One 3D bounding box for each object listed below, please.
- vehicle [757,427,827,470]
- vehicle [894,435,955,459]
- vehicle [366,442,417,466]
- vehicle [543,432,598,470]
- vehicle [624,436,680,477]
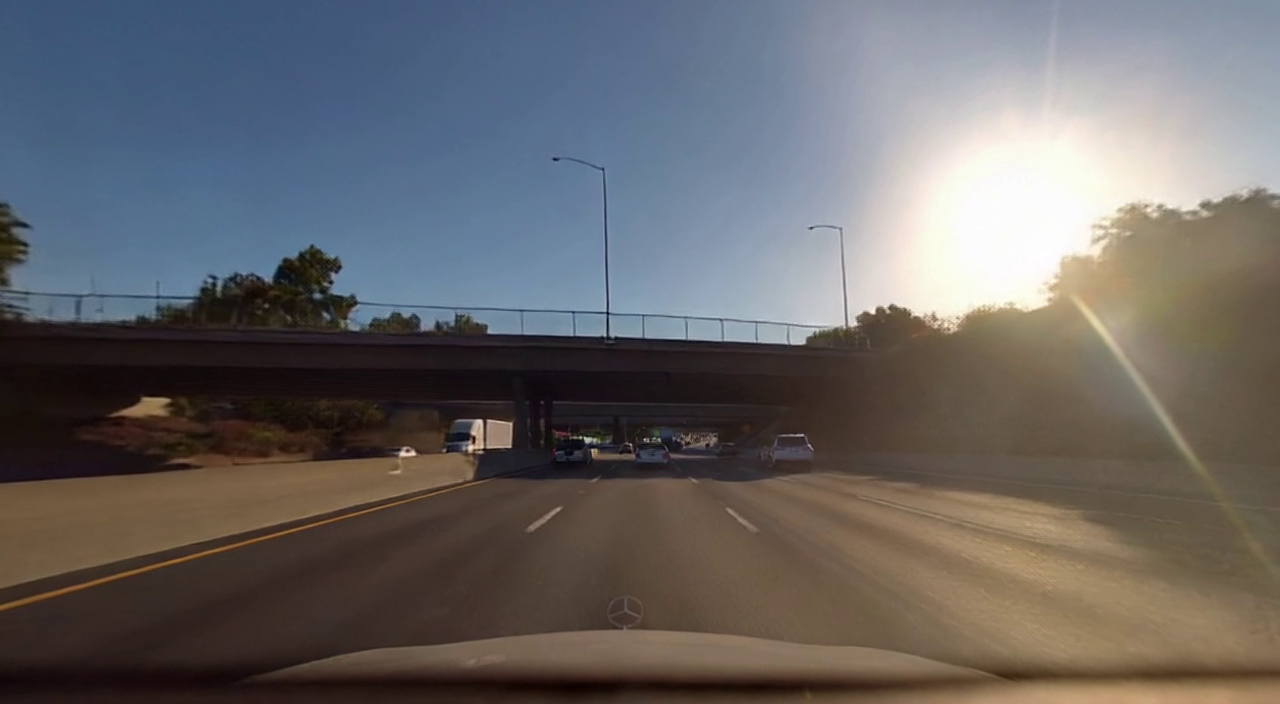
[{"bbox_3d":[7.237,4.686,30.699,2.094,1.916,5.099,0,-8,0],"label":"vehicle"},{"bbox_3d":[21.155,7.105,47.140,1.912,1.652,4.601,1,-8,-8],"label":"vehicle"},{"bbox_3d":[-19.431,7.960,49.451,1.973,1.775,4.772,0,-8,1],"label":"vehicle"},{"bbox_3d":[-3.320,4.832,31.079,2.140,1.720,4.410,0,-8,1],"label":"vehicle"},{"bbox_3d":[0.437,4.184,25.509,2.071,1.464,4.162,0,-8,0],"label":"vehicle"}]
